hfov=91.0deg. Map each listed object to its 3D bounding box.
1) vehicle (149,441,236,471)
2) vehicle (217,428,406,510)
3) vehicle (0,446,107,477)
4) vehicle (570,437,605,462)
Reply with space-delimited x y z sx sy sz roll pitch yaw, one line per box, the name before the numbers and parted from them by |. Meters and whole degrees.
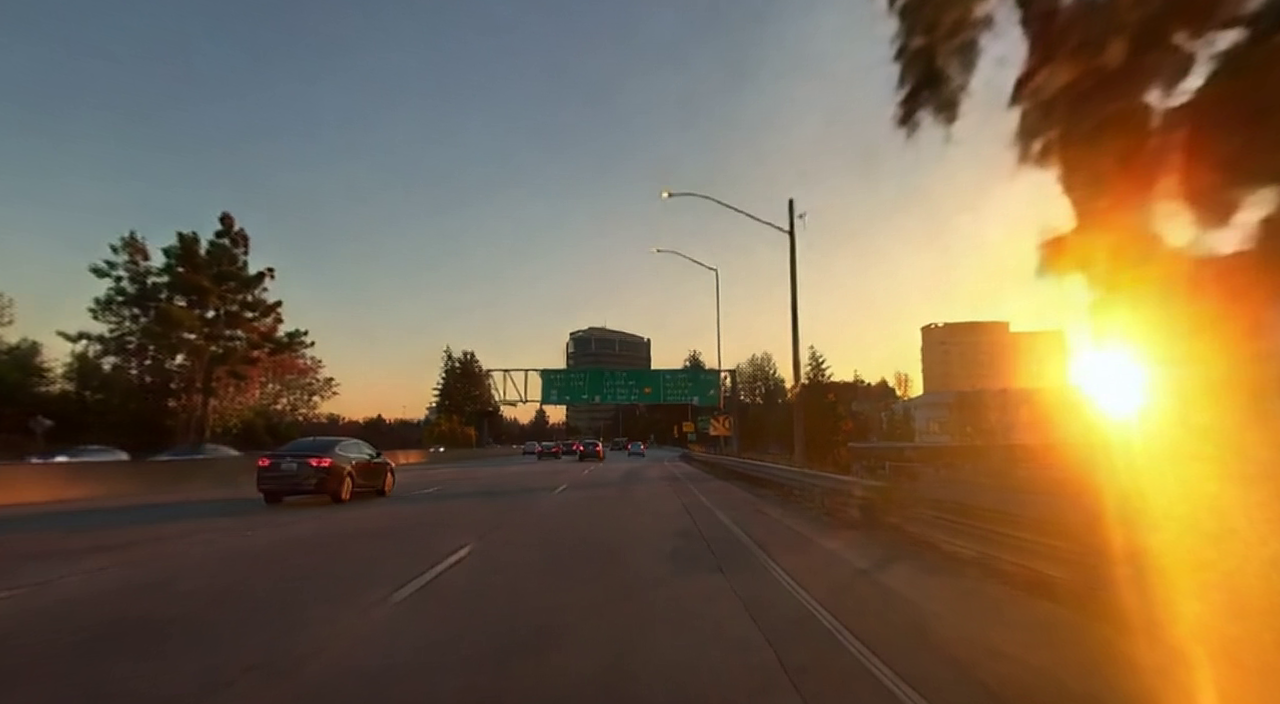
vehicle | -27.123 6.290 38.361 1.929 1.714 4.511 0 -8 1
vehicle | -7.584 2.732 15.223 2.071 1.661 4.540 0 -8 1
vehicle | -31.333 5.804 33.598 1.871 1.509 4.388 0 -8 1
vehicle | -3.849 7.270 47.074 2.158 1.717 4.375 0 -8 1
